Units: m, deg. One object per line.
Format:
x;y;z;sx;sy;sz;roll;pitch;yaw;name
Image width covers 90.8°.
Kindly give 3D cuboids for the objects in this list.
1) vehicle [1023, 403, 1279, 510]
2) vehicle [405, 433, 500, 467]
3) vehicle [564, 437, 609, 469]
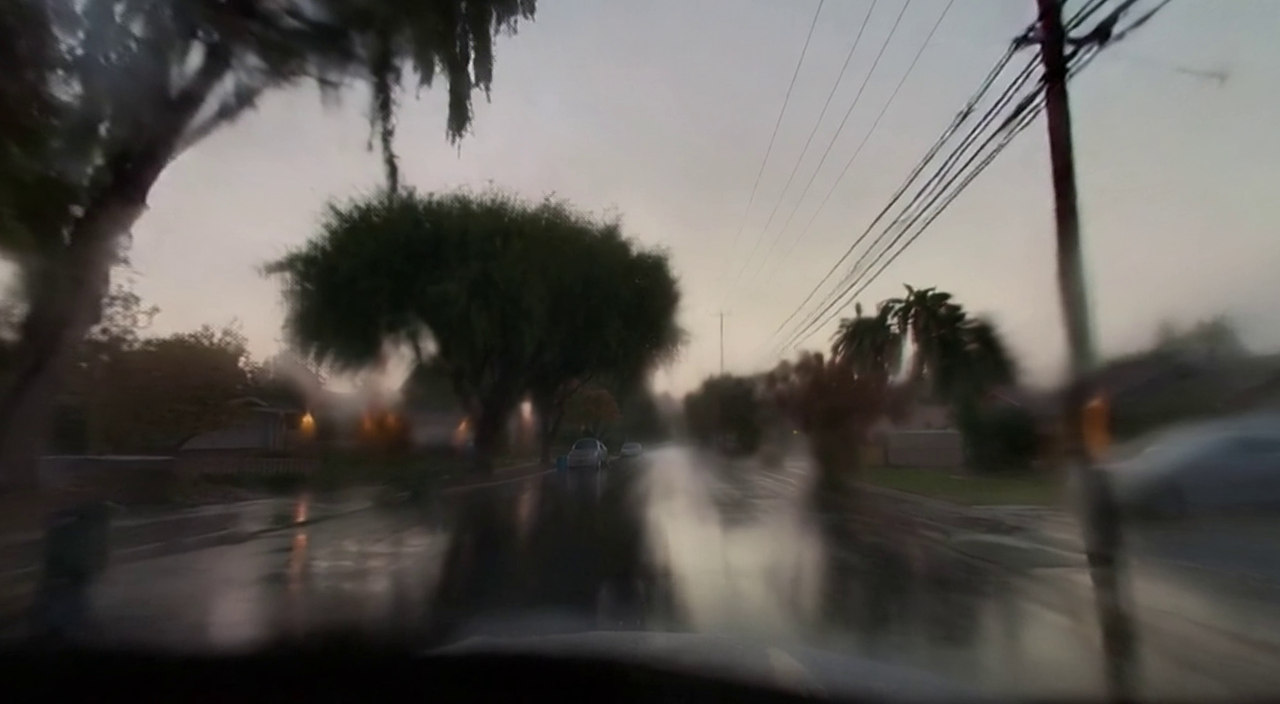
11.133;2.017;12.376;5.693;1.886;2.235;0;-8;4;vehicle
-11.252;5.921;38.230;5.033;1.997;2.126;0;-8;2;vehicle
-3.920;7.640;47.736;2.739;2.164;6.065;-2;-9;1;vehicle
